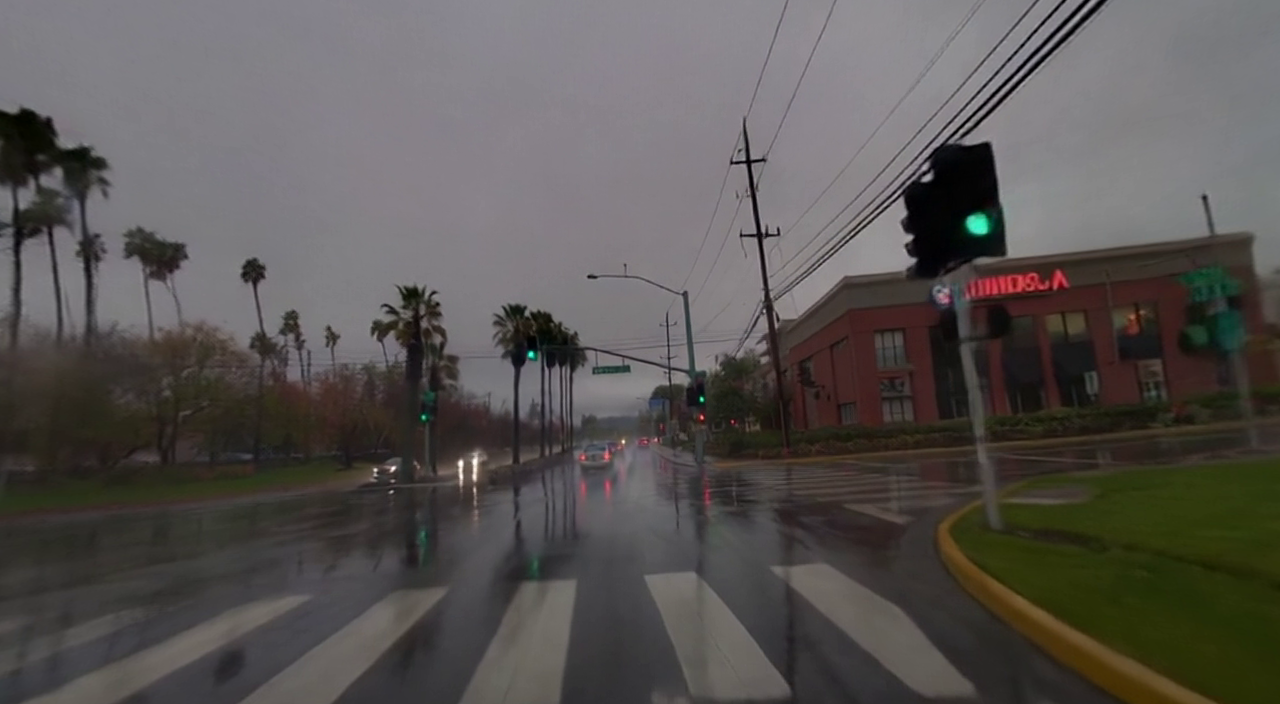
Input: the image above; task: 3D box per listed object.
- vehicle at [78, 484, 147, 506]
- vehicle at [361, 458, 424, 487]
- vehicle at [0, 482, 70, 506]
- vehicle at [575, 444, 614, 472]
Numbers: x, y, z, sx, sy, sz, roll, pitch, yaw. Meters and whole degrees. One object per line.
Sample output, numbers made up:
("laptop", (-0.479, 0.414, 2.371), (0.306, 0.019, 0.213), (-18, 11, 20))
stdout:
("vehicle", (-40.501, 11.000, 48.599), (3.543, 1.445, 1.912), (0, -8, -2))
("vehicle", (-14.776, 7.184, 37.989), (1.997, 1.480, 4.715), (0, -9, -2))
("vehicle", (-39.503, 9.210, 40.974), (3.398, 1.395, 1.633), (-2, -10, 0))
("vehicle", (-2.510, 6.012, 36.082), (2.063, 1.474, 4.334), (0, -8, -2))
